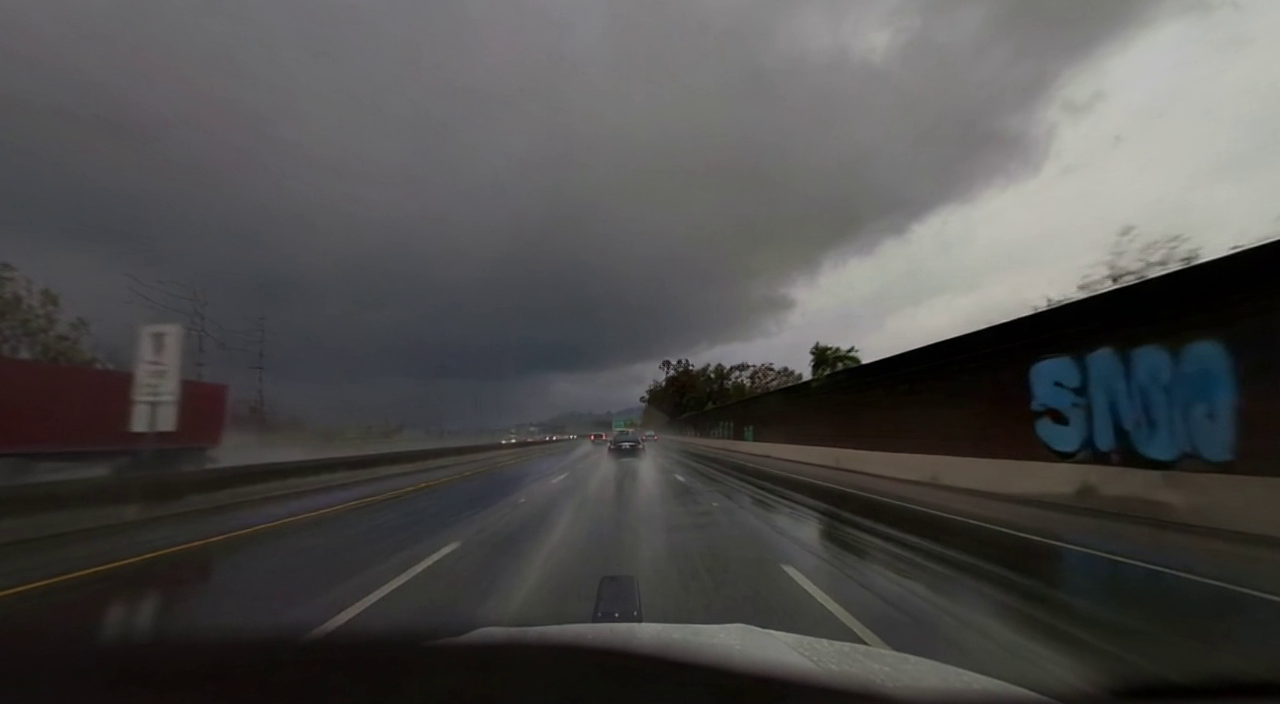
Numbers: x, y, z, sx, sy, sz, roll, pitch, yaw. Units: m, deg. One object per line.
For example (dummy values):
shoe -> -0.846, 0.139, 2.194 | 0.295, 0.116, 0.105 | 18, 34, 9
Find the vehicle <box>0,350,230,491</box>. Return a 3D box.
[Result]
vehicle -> -21.603, 2.461, 22.223 | 3.141, 4.374, 17.378 | 1, -8, -2

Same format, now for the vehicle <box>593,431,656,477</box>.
vehicle -> -0.539, 3.537, 22.208 | 2.044, 1.477, 3.693 | 0, -8, -1
